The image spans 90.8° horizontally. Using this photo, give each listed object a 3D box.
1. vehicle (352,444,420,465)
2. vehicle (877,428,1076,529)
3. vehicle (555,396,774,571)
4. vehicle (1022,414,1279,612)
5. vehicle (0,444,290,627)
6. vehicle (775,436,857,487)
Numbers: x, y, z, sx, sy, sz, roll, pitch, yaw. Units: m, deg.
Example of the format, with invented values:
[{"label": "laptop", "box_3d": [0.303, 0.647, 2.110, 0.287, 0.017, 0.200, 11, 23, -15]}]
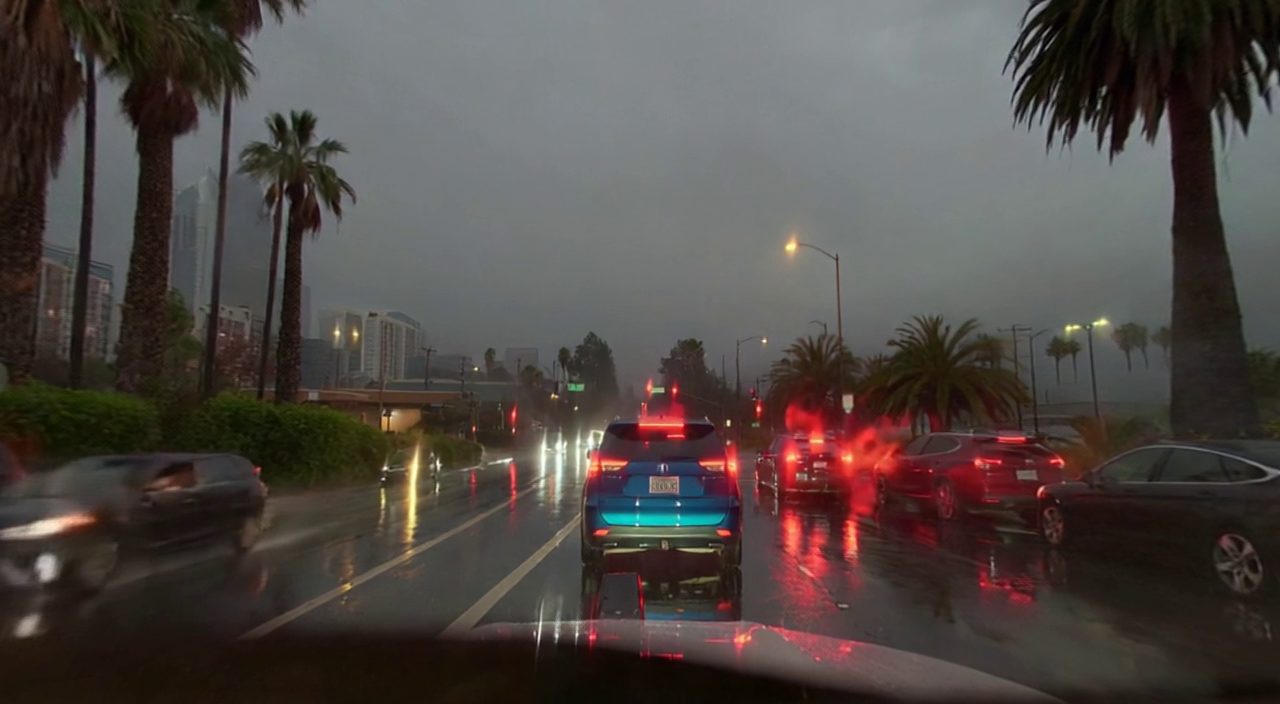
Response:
[{"label": "vehicle", "box_3d": [-18.701, 7.574, 46.679, 1.759, 1.457, 4.297, -7, -11, 38]}, {"label": "vehicle", "box_3d": [6.688, 2.525, 13.238, 1.930, 1.736, 4.329, -1, -8, 3]}, {"label": "vehicle", "box_3d": [0.282, 1.684, 8.753, 2.264, 1.798, 4.258, 0, -8, 1]}, {"label": "vehicle", "box_3d": [6.457, 1.599, 6.924, 1.935, 1.672, 4.139, 0, -8, 1]}, {"label": "vehicle", "box_3d": [-6.217, 1.794, 7.111, 1.928, 1.475, 4.645, 0, -8, 0]}, {"label": "vehicle", "box_3d": [6.542, 4.094, 23.951, 1.948, 1.729, 4.023, 0, -8, 0]}]
